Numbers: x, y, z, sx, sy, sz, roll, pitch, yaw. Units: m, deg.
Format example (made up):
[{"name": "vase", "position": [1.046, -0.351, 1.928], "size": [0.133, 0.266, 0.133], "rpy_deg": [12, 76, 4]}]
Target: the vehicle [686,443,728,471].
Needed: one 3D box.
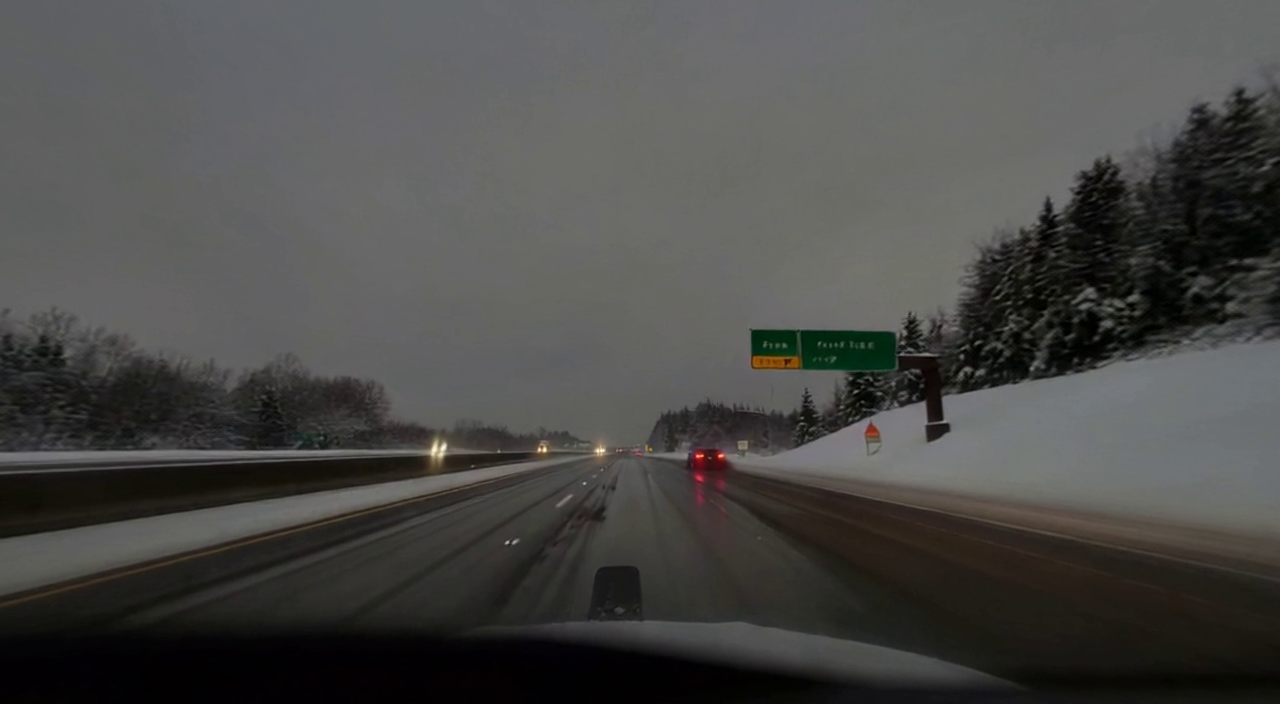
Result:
[{"name": "vehicle", "position": [3.955, 6.275, 37.744], "size": [1.984, 1.540, 3.973], "rpy_deg": [0, -9, -2]}]
